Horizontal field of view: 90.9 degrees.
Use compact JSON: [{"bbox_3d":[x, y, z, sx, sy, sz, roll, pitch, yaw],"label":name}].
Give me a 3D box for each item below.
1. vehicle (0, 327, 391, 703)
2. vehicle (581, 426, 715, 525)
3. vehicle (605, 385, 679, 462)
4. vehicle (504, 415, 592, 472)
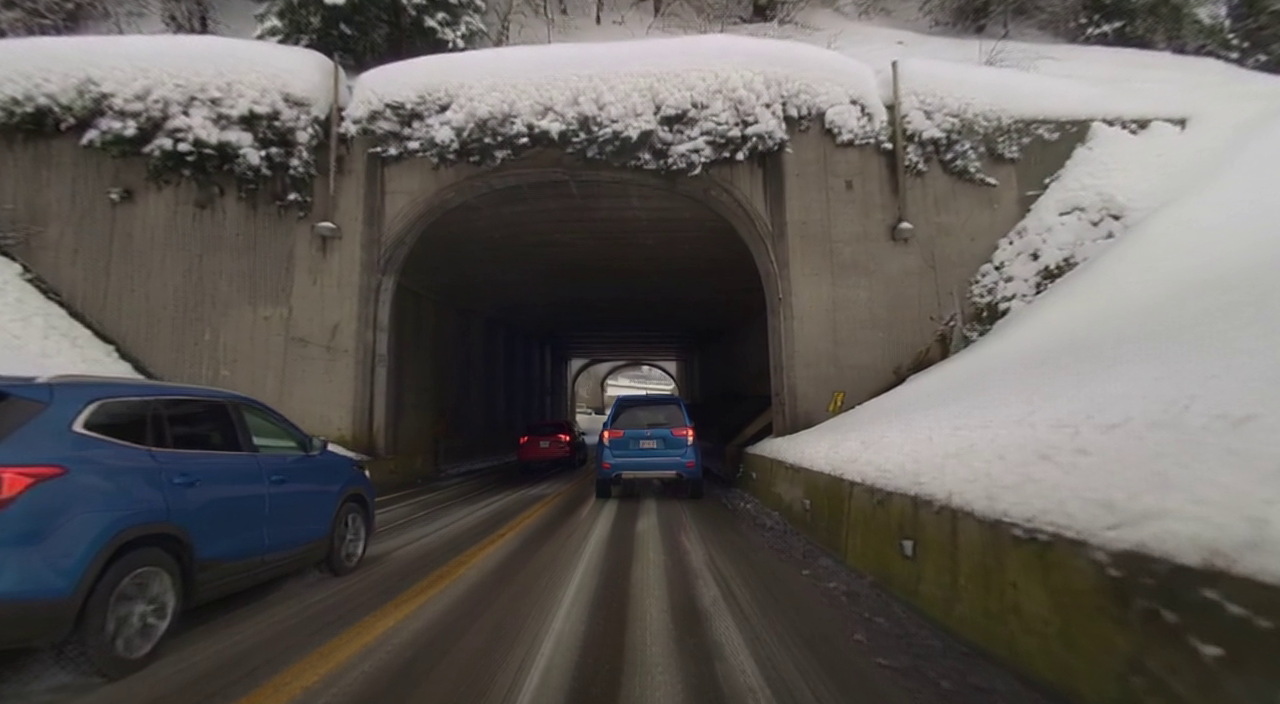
[{"bbox_3d":[-3.555,1.013,4.006,2.017,1.761,4.572,0,-8,1],"label":"vehicle"},{"bbox_3d":[0.086,2.171,11.643,2.020,1.478,4.092,0,-8,-1],"label":"vehicle"},{"bbox_3d":[0.117,3.565,30.268,2.948,3.096,9.492,0,-8,1],"label":"vehicle"},{"bbox_3d":[-3.394,3.570,24.585,2.329,1.948,5.800,-1,-8,2],"label":"vehicle"}]
